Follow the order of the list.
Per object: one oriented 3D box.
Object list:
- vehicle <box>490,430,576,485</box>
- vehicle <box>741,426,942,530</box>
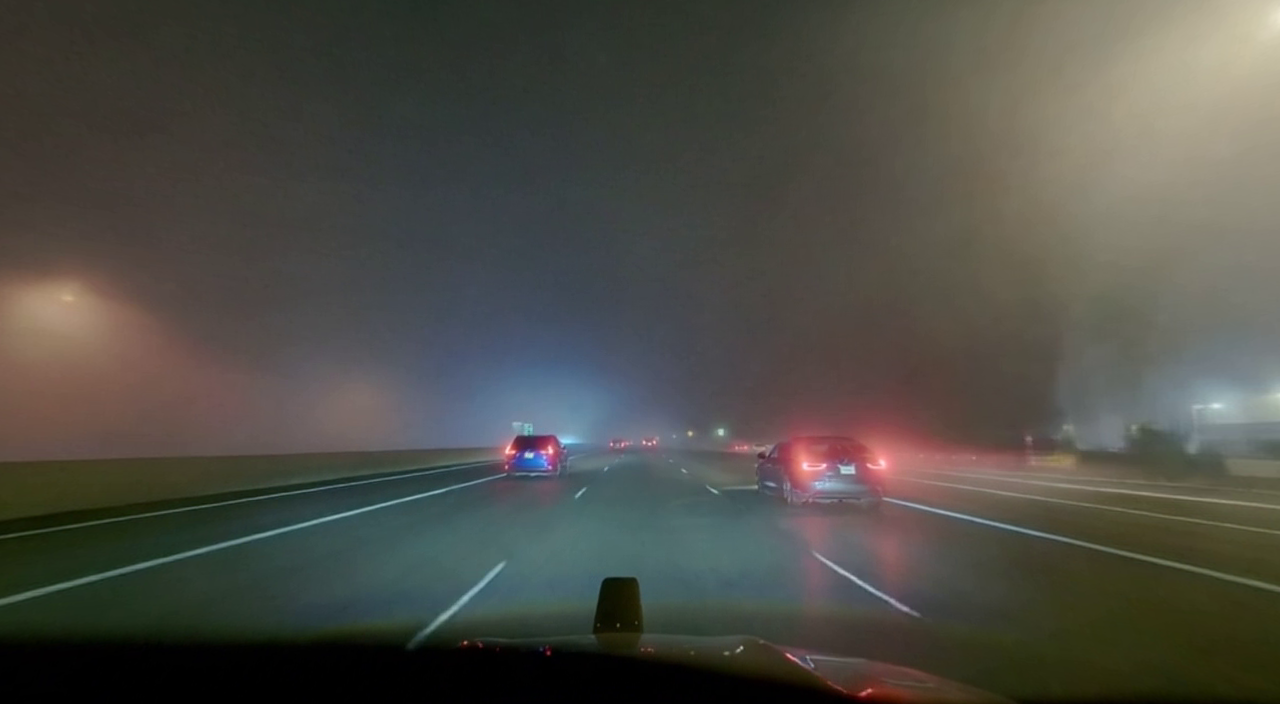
[{"bbox_3d":[-3.689,3.738,22.650,2.193,1.746,4.512,0,-8,1],"label":"vehicle"},{"bbox_3d":[3.450,2.276,12.083,2.107,1.550,4.949,0,-8,-1],"label":"vehicle"}]
